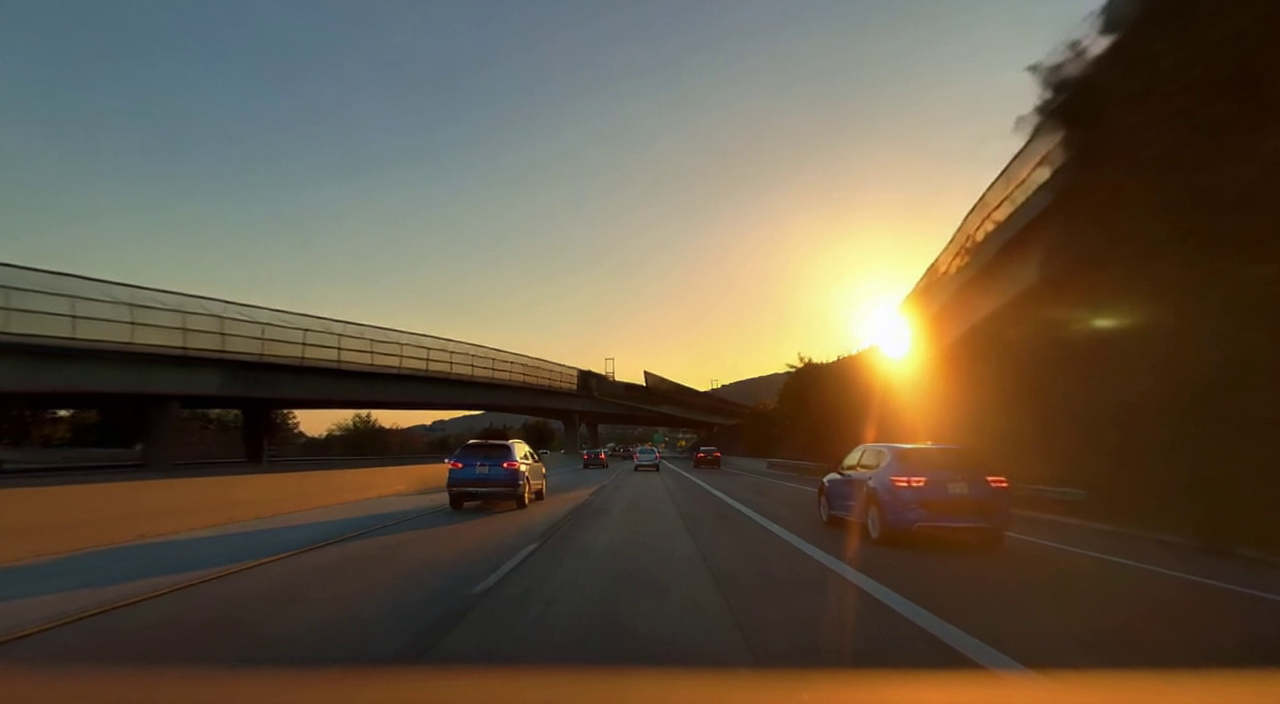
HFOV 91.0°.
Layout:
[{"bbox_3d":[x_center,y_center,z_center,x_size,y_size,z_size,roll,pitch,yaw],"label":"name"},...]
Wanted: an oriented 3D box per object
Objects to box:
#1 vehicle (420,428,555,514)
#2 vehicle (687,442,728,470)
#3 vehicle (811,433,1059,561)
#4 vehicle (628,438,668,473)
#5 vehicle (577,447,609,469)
[{"bbox_3d":[-3.463,2.809,15.354,2.089,1.751,4.515,0,-9,1],"label":"vehicle"},{"bbox_3d":[4.547,7.125,43.251,2.231,1.807,4.588,0,-9,-1],"label":"vehicle"},{"bbox_3d":[4.131,2.065,9.651,1.959,1.554,3.795,0,-9,0],"label":"vehicle"},{"bbox_3d":[0.426,5.969,36.446,2.155,1.909,4.529,0,-9,0],"label":"vehicle"},{"bbox_3d":[-3.381,7.739,46.202,1.994,1.475,4.171,0,-9,0],"label":"vehicle"}]
